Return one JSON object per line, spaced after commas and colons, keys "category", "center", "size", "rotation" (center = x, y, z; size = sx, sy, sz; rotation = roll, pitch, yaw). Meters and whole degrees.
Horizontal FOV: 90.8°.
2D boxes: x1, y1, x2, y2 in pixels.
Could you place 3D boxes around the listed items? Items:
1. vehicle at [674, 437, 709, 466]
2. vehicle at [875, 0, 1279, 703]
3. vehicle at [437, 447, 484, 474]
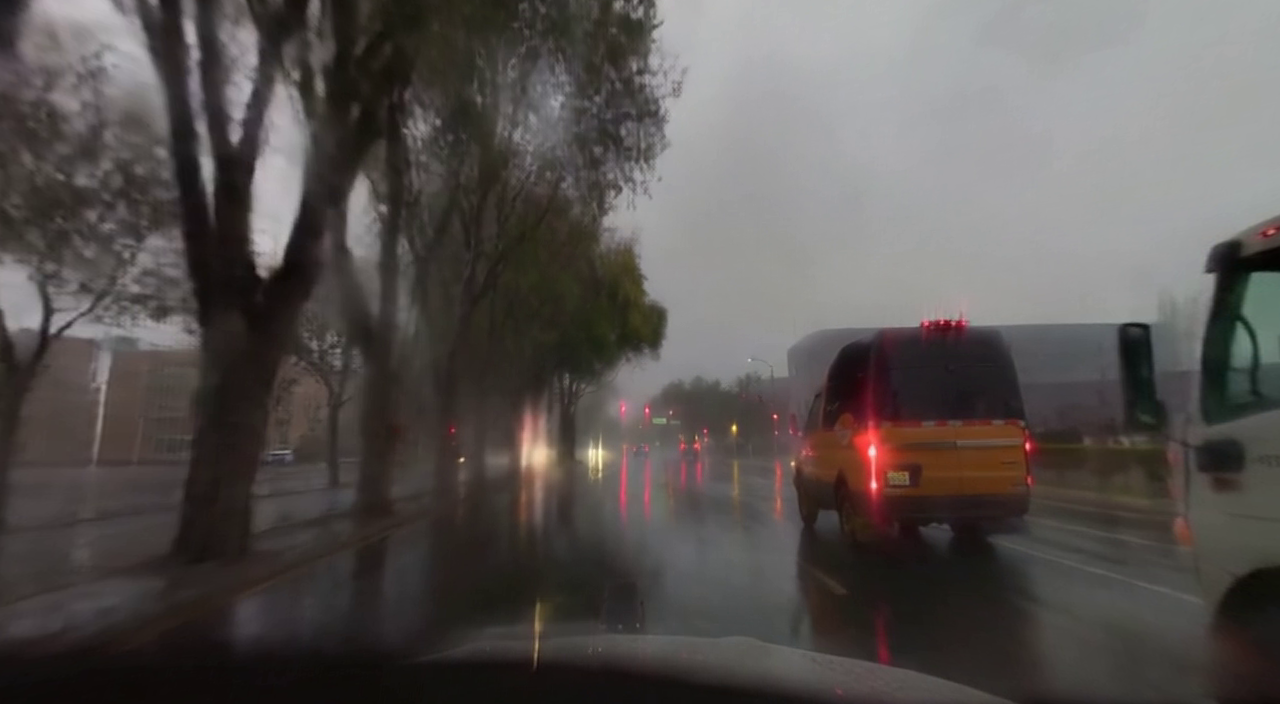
{"category": "vehicle", "center": [3.655, 7.220, 45.790], "size": [2.099, 1.936, 4.575], "rotation": [0, -9, -1]}
{"category": "vehicle", "center": [3.817, -0.159, 1.132], "size": [2.731, 3.407, 10.262], "rotation": [0, -9, -1]}
{"category": "vehicle", "center": [-13.613, 8.239, 48.235], "size": [2.140, 1.961, 4.641], "rotation": [0, -9, 1]}
